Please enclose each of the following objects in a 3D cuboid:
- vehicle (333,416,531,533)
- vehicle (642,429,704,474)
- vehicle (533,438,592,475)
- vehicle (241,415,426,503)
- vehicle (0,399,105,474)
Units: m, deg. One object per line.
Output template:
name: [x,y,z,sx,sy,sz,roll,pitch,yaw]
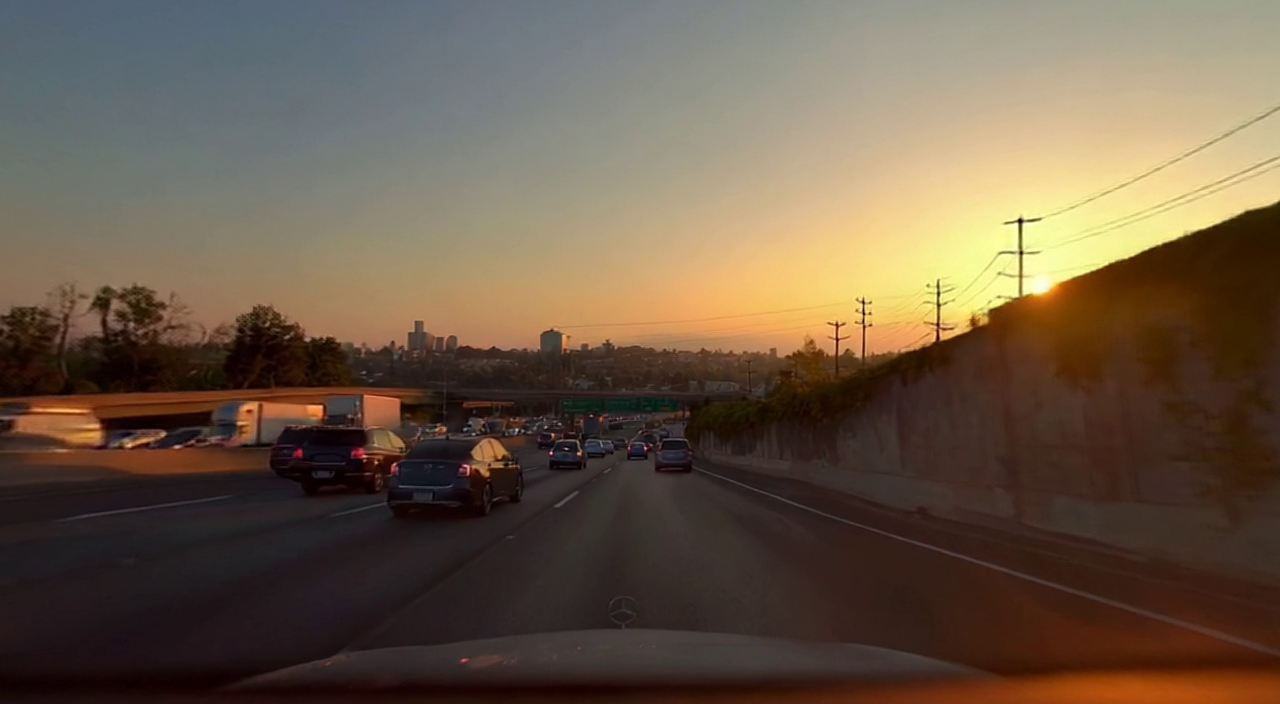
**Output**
vehicle: [-3.487,2.149,11.667,2.026,1.719,4.490,0,-8,1]
vehicle: [1.561,5.150,32.880,2.793,2.132,5.682,0,-8,-1]
vehicle: [-3.450,4.742,28.872,2.049,1.530,4.707,0,-8,1]
vehicle: [-7.234,2.597,15.624,2.222,1.825,4.640,0,-8,0]
vehicle: [-20.224,2.675,20.129,2.134,2.068,4.956,-1,-2,-1]
